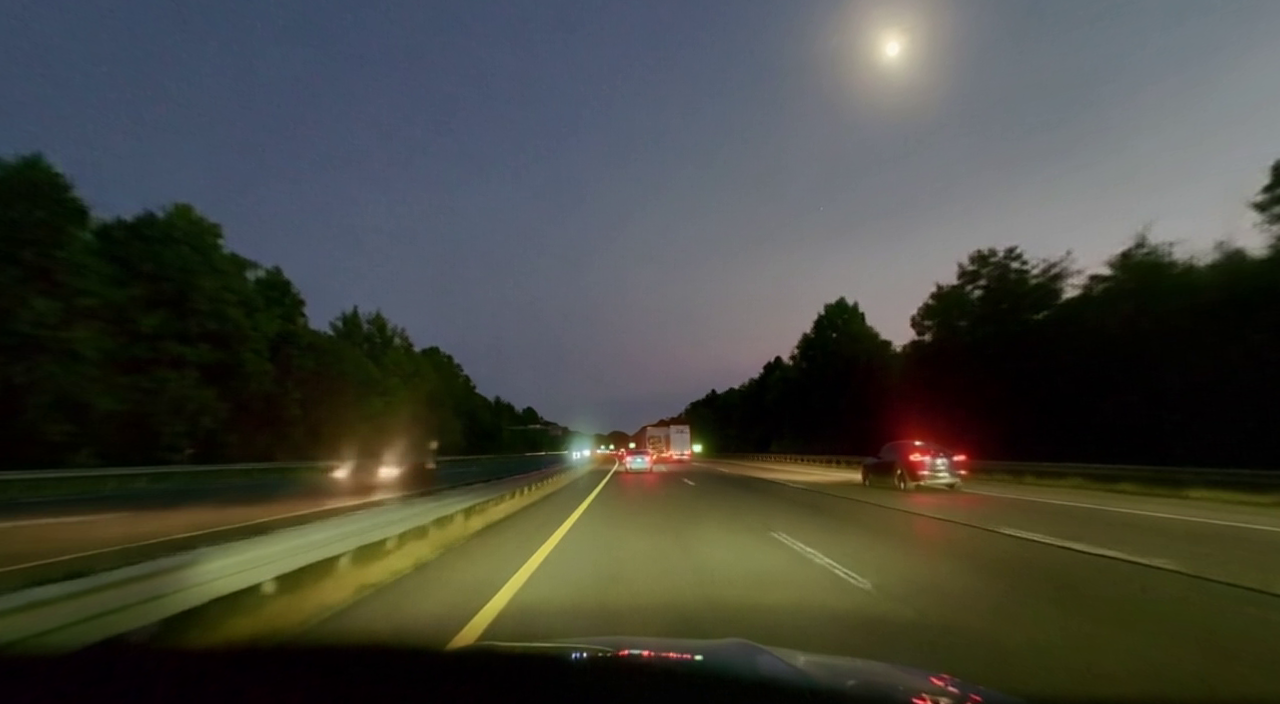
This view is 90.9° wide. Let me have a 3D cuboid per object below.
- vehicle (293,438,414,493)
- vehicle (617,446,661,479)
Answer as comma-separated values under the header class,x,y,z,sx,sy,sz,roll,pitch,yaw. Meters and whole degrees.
class,x,y,z,sx,sy,sz,roll,pitch,yaw
vehicle,-8.486,3.368,19.071,1.783,1.469,3.969,0,-9,0
vehicle,-0.054,5.481,31.542,2.069,1.523,4.012,0,-9,-1
